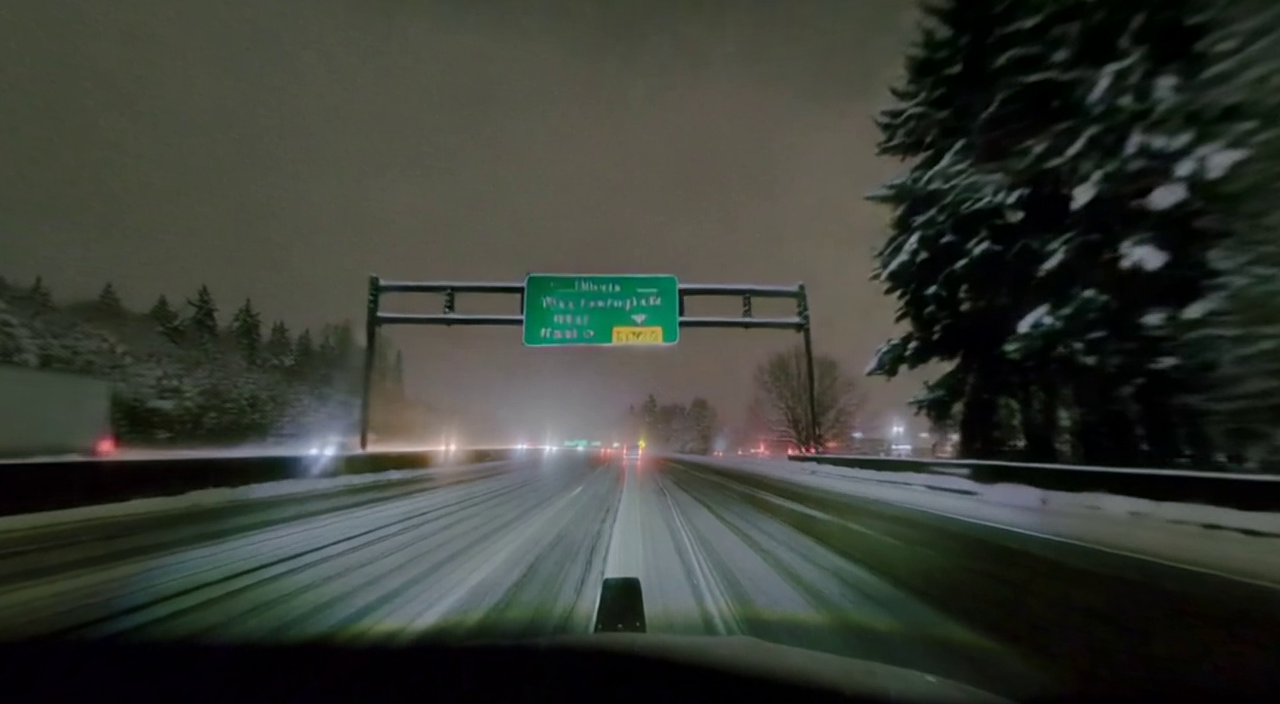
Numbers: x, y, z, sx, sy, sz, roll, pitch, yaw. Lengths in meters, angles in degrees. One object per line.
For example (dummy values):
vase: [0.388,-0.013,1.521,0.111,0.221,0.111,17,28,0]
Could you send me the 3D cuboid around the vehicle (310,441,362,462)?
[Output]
vehicle: [-21.632,7.109,45.041,1.752,1.424,3.932,0,-9,-1]
